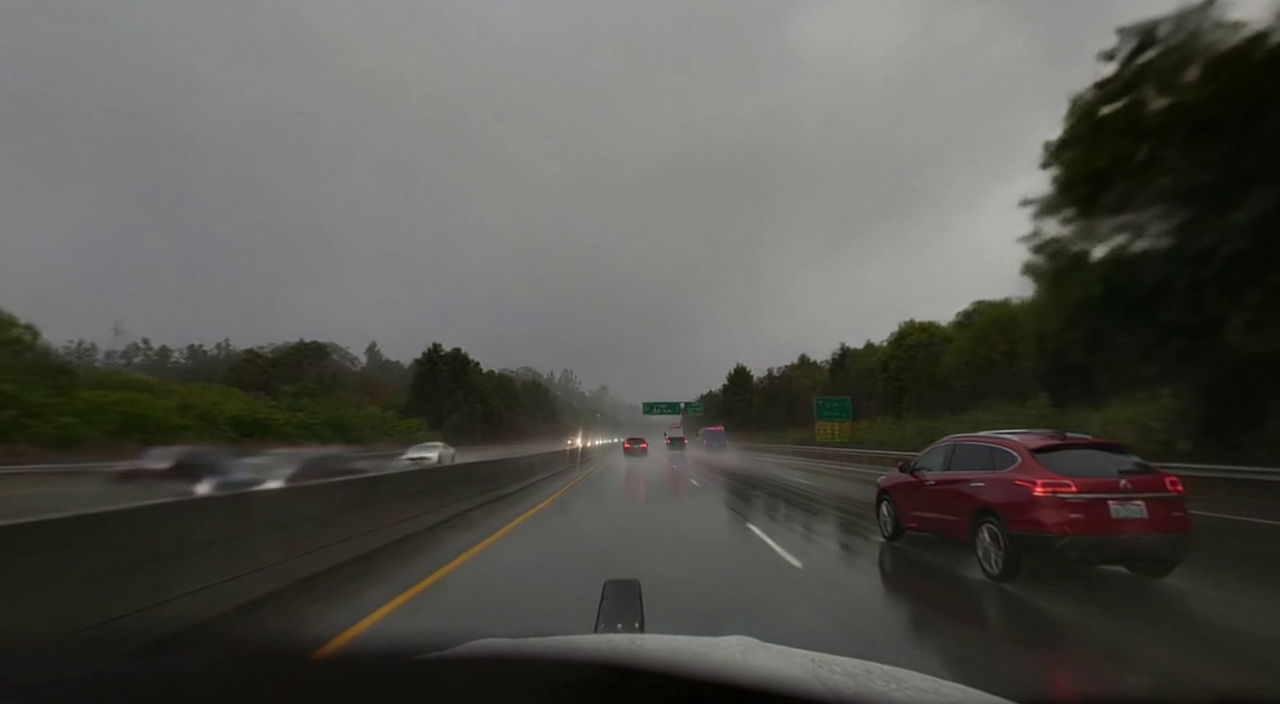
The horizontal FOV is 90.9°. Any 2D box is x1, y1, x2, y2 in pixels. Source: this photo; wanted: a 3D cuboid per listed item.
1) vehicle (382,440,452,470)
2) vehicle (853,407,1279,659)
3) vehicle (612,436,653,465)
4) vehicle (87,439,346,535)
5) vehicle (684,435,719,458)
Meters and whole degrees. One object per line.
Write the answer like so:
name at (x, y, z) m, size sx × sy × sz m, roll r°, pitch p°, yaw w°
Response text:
vehicle at (-11.394, 5.267, 32.551) m, size 1.949 × 1.422 × 4.500 m, roll 0°, pitch -8°, yaw 0°
vehicle at (3.930, 1.397, 6.202) m, size 1.961 × 1.495 × 4.743 m, roll 0°, pitch -8°, yaw -1°
vehicle at (-0.410, 5.271, 34.033) m, size 2.055 × 1.466 × 4.317 m, roll 0°, pitch -8°, yaw -1°
vehicle at (-7.753, 2.448, 12.239) m, size 1.929 × 1.456 × 4.458 m, roll 0°, pitch -8°, yaw 0°
vehicle at (4.345, 6.718, 44.937) m, size 1.995 × 1.556 × 3.893 m, roll 0°, pitch -8°, yaw -2°
